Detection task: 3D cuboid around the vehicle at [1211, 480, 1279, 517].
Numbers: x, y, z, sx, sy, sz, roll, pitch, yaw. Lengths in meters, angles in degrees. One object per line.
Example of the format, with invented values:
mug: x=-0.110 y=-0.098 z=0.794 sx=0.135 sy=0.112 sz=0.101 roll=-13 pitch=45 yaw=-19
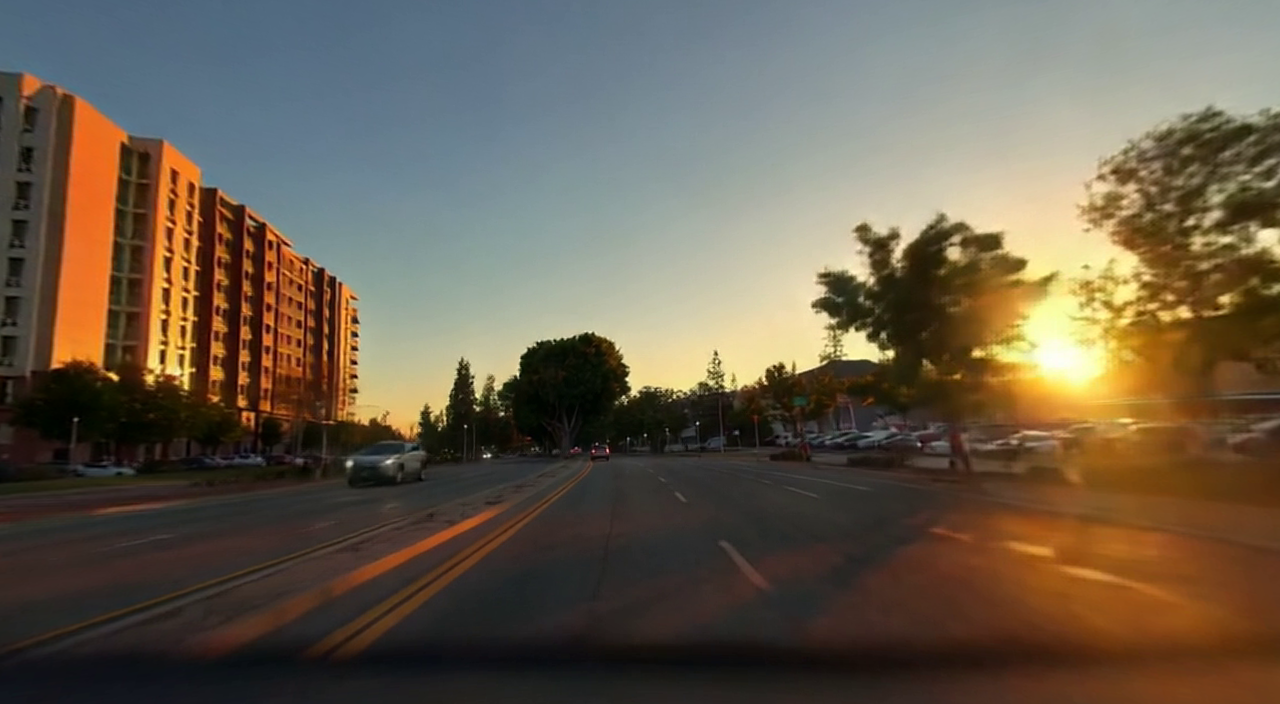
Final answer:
vehicle: x=32.411 y=7.469 z=32.317 sx=4.227 sy=1.705 sz=2.099 roll=0 pitch=-8 yaw=2
